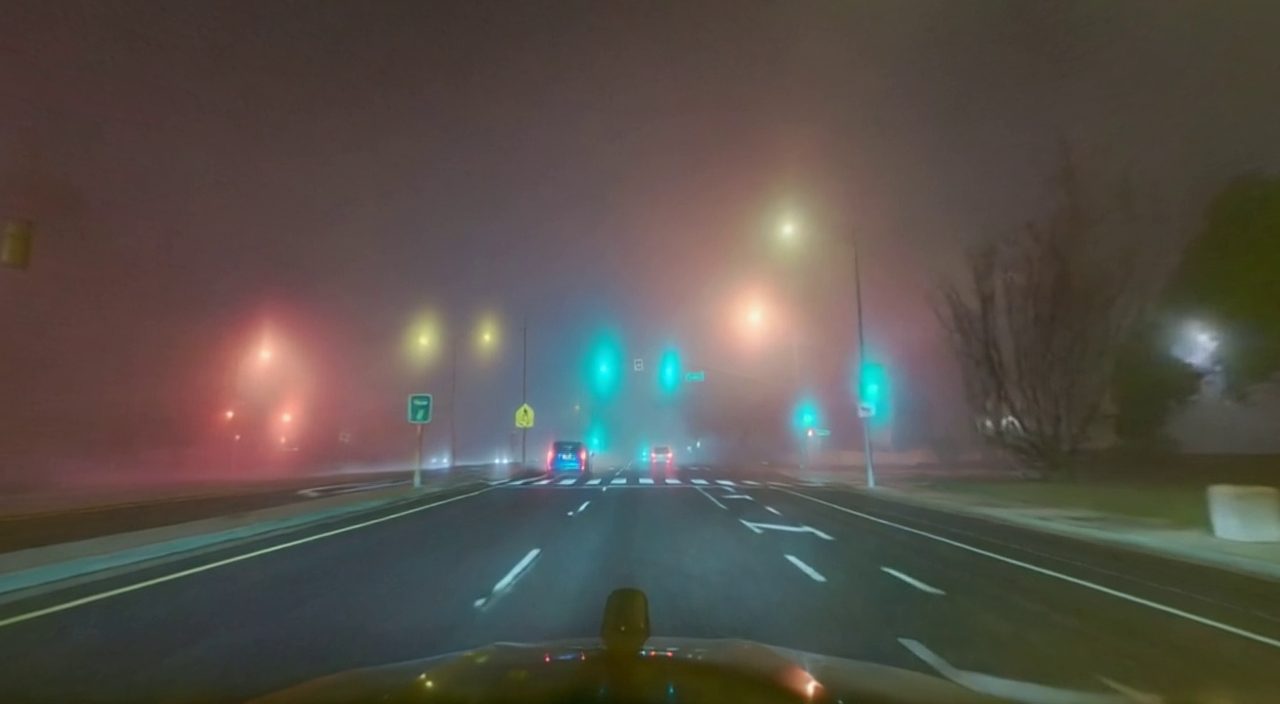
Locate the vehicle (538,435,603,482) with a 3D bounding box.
[{"bbox_3d":[-2.836,4.463,26.655,2.150,1.812,4.423,0,-8,1],"label":"vehicle"}]

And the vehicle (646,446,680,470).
[{"bbox_3d":[1.492,7.056,42.032,2.075,1.480,3.920,0,-8,-1],"label":"vehicle"}]
